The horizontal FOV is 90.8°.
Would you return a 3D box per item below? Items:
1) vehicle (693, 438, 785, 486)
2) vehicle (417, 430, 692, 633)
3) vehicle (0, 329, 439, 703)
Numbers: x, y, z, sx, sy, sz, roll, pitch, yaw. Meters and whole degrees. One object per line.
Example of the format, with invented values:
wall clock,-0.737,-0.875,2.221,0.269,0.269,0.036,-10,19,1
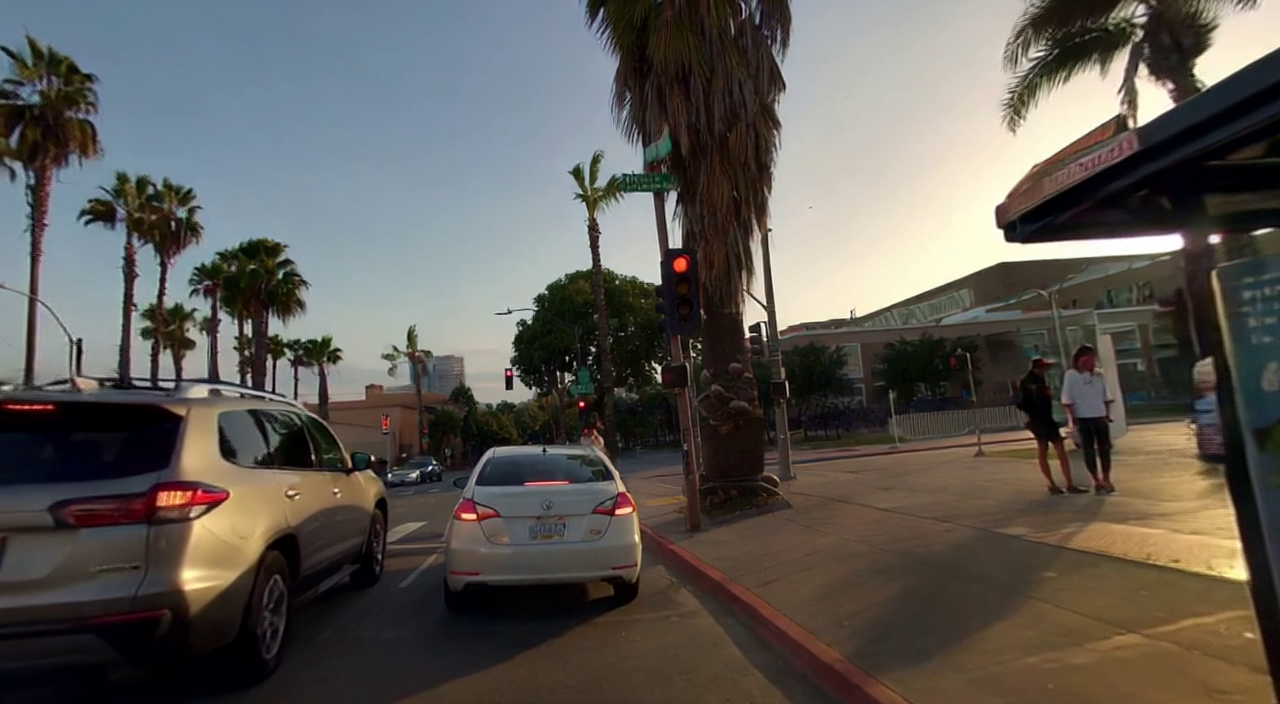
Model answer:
vehicle,4.987,5.550,31.996,3.986,1.636,1.903,8,0,-11
vehicle,-0.981,1.665,6.978,2.065,1.467,4.289,1,-9,-10
vehicle,-3.011,1.160,4.651,2.098,1.851,4.571,1,-9,-8
